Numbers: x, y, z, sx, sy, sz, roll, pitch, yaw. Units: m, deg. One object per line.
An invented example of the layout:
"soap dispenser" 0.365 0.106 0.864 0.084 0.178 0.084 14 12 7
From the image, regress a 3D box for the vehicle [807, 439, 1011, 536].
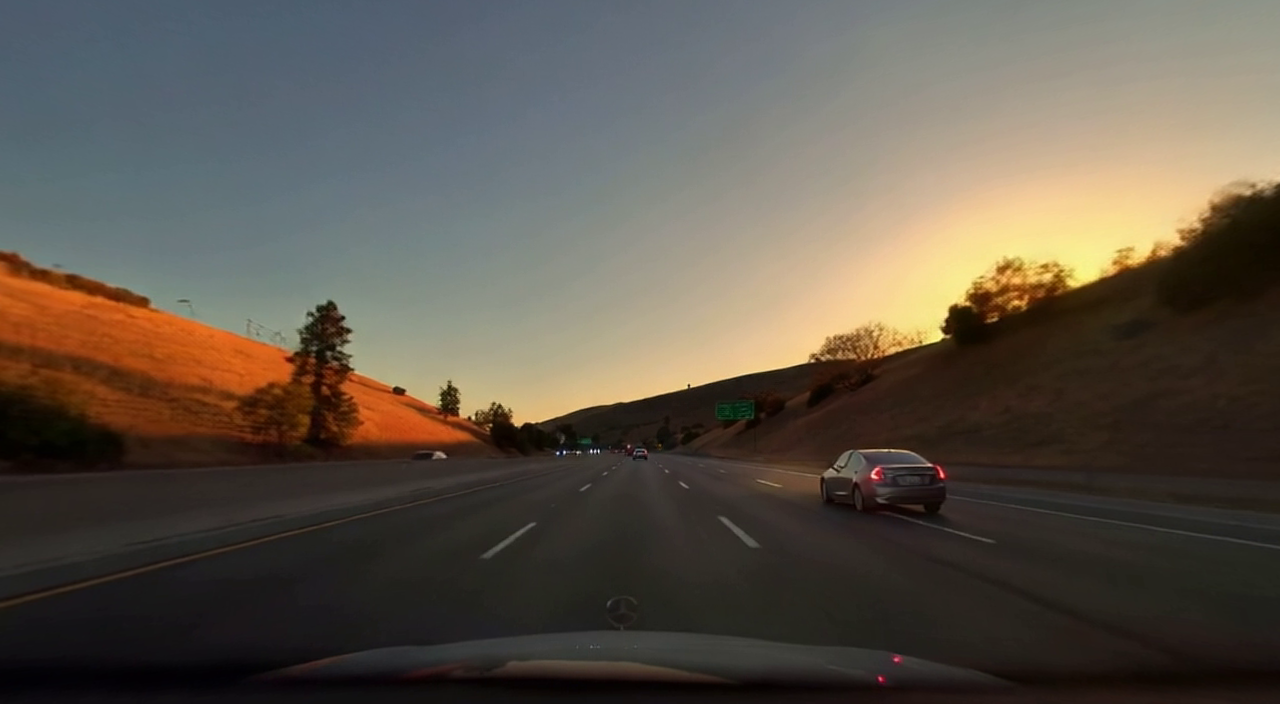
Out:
"vehicle" 4.792 2.464 12.035 1.976 1.495 4.217 0 -9 -1

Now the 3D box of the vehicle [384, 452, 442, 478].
"vehicle" -14.644 7.303 40.880 1.916 1.526 4.581 0 -9 1
